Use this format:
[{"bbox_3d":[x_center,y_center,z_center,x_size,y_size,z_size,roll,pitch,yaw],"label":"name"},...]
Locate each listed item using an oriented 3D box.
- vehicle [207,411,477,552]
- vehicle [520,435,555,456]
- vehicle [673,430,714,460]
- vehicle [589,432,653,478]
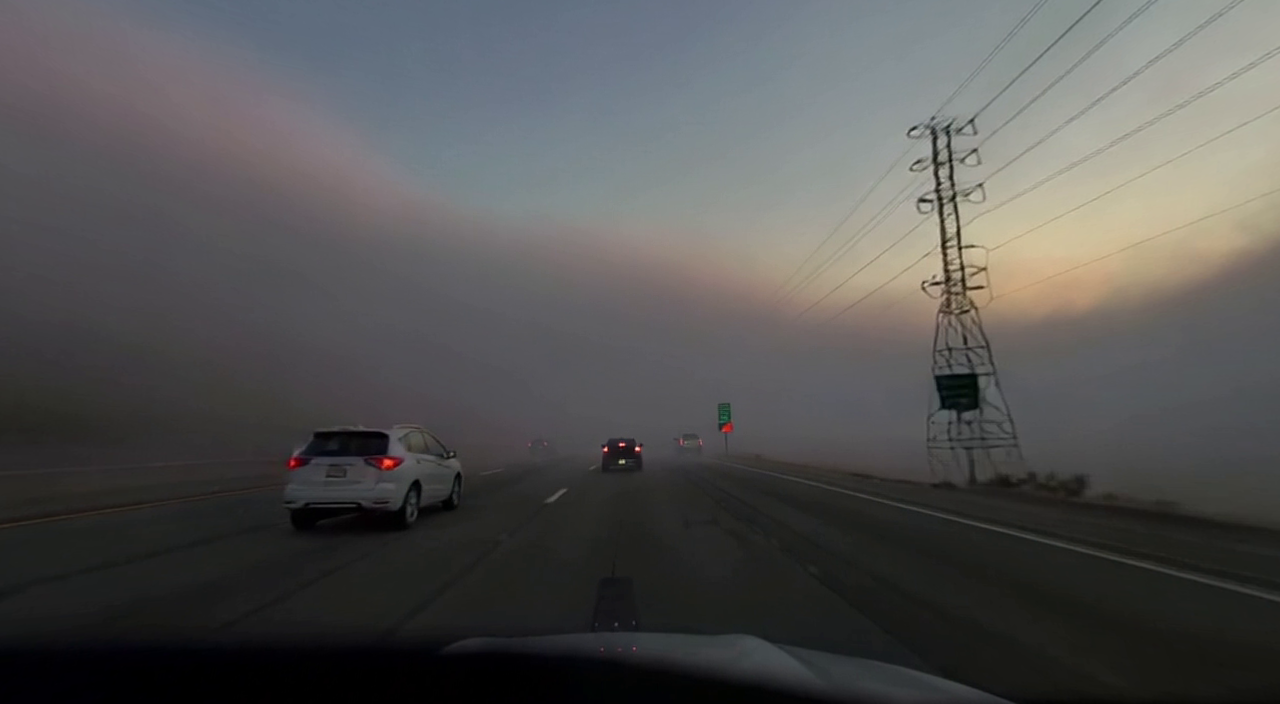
[{"bbox_3d":[-4.019,1.800,9.585,1.901,1.601,4.610,0,-8,-1],"label":"vehicle"},{"bbox_3d":[-7.769,7.100,48.097,1.992,1.494,4.133,0,-8,0],"label":"vehicle"},{"bbox_3d":[3.179,5.650,38.432,1.950,1.695,4.446,0,-8,-2],"label":"vehicle"},{"bbox_3d":[-0.636,3.580,22.231,2.086,1.488,3.440,0,-8,-1],"label":"vehicle"}]
